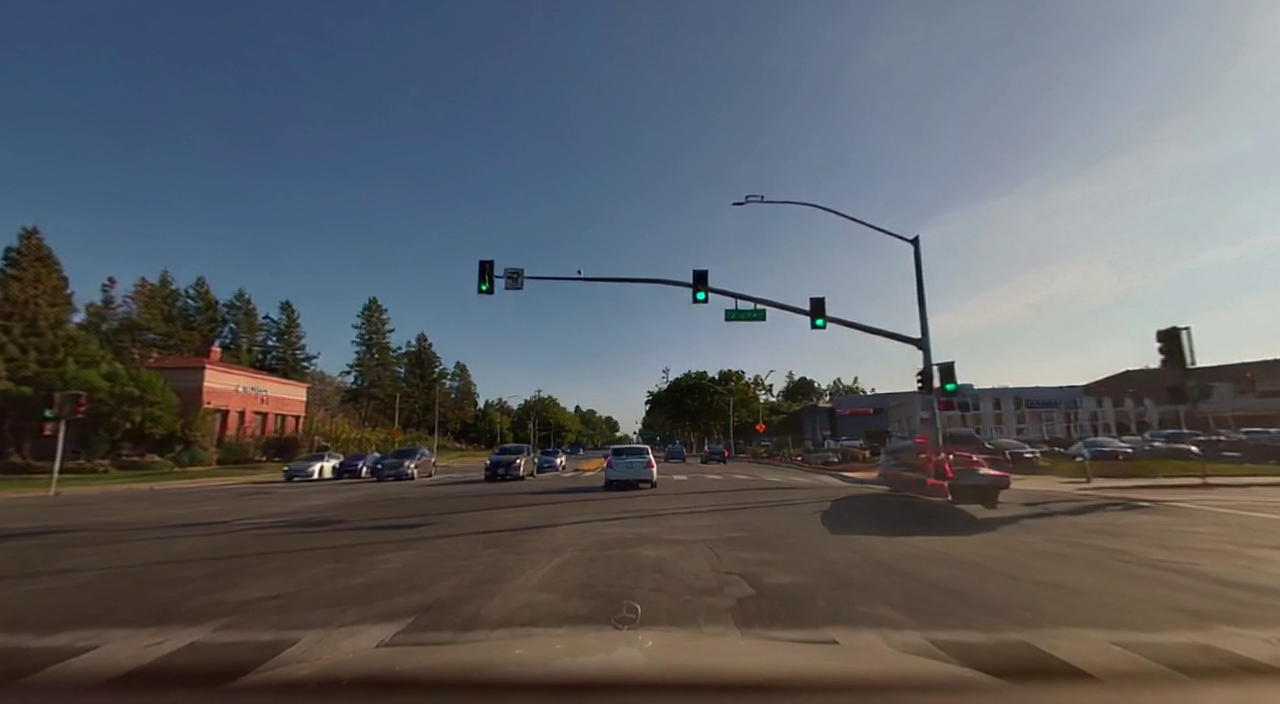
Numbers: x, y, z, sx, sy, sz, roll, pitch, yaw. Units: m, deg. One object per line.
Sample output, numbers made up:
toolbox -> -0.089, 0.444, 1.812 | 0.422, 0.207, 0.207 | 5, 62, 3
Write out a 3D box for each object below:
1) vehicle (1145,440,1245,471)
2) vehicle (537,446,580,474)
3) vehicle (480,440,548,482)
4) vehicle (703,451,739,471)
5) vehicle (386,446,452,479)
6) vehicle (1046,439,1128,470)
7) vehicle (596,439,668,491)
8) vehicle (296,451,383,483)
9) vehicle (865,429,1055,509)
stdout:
vehicle -> 27.720, 5.154, 31.555 | 4.512, 1.468, 1.909 | 4, -9, -24
vehicle -> -5.209, 6.987, 41.024 | 2.137, 1.685, 4.587 | 0, -9, 0
vehicle -> -5.483, 4.796, 28.100 | 1.990, 1.673, 4.436 | 0, -9, 1
vehicle -> 6.322, 8.558, 49.749 | 2.143, 1.508, 4.274 | 0, -9, -2
vehicle -> -11.822, 5.919, 34.077 | 1.944, 1.647, 4.395 | 0, -9, 0
vehicle -> 26.000, 5.963, 36.751 | 4.246, 1.686, 1.910 | 4, -10, -25
vehicle -> -0.273, 3.509, 19.856 | 2.040, 1.451, 3.736 | 0, -9, -1
vehicle -> -14.845, 5.670, 31.543 | 2.001, 1.463, 4.673 | 0, -9, 0
vehicle -> 6.800, 2.535, 14.101 | 1.890, 1.489, 4.396 | 0, -9, -1
